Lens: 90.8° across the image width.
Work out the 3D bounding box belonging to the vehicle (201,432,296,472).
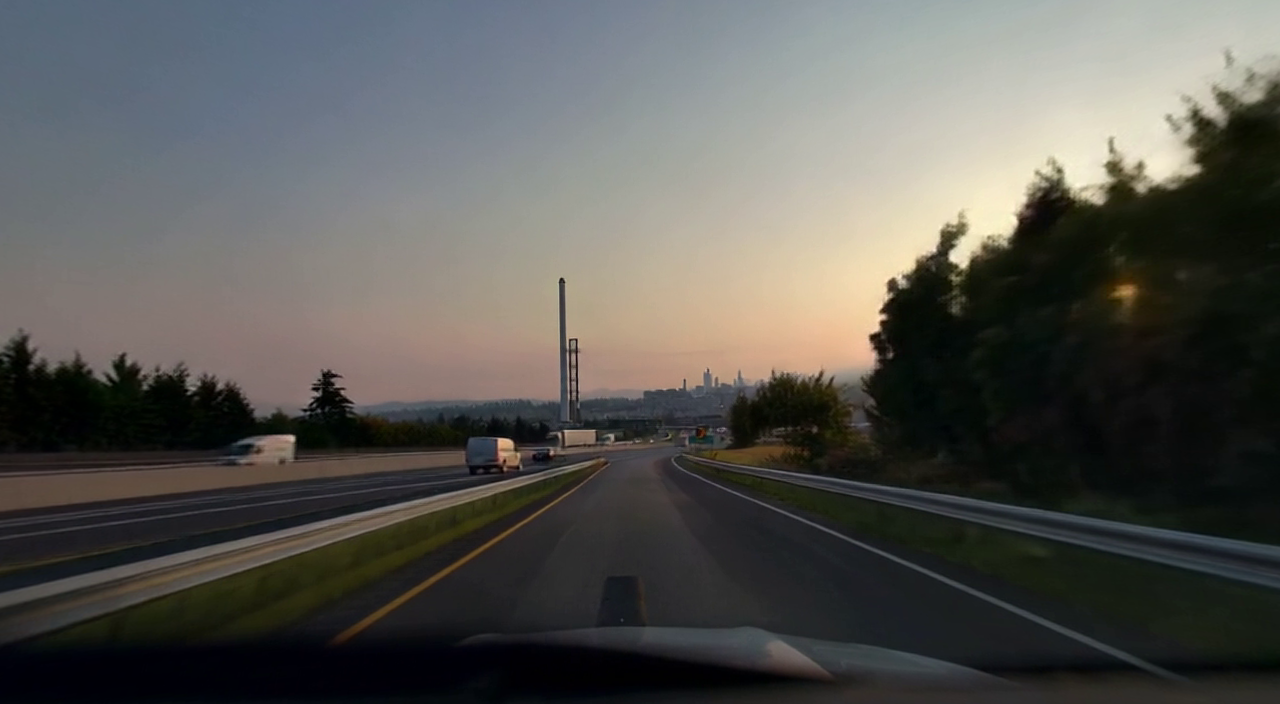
[{"bbox_3d":[-29.291,7.510,47.586,2.684,2.789,5.961,-2,-9,9],"label":"vehicle"}]

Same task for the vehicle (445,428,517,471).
[{"bbox_3d":[-11.049,6.936,44.774,2.344,2.702,7.709,-1,-9,6],"label":"vehicle"}]
